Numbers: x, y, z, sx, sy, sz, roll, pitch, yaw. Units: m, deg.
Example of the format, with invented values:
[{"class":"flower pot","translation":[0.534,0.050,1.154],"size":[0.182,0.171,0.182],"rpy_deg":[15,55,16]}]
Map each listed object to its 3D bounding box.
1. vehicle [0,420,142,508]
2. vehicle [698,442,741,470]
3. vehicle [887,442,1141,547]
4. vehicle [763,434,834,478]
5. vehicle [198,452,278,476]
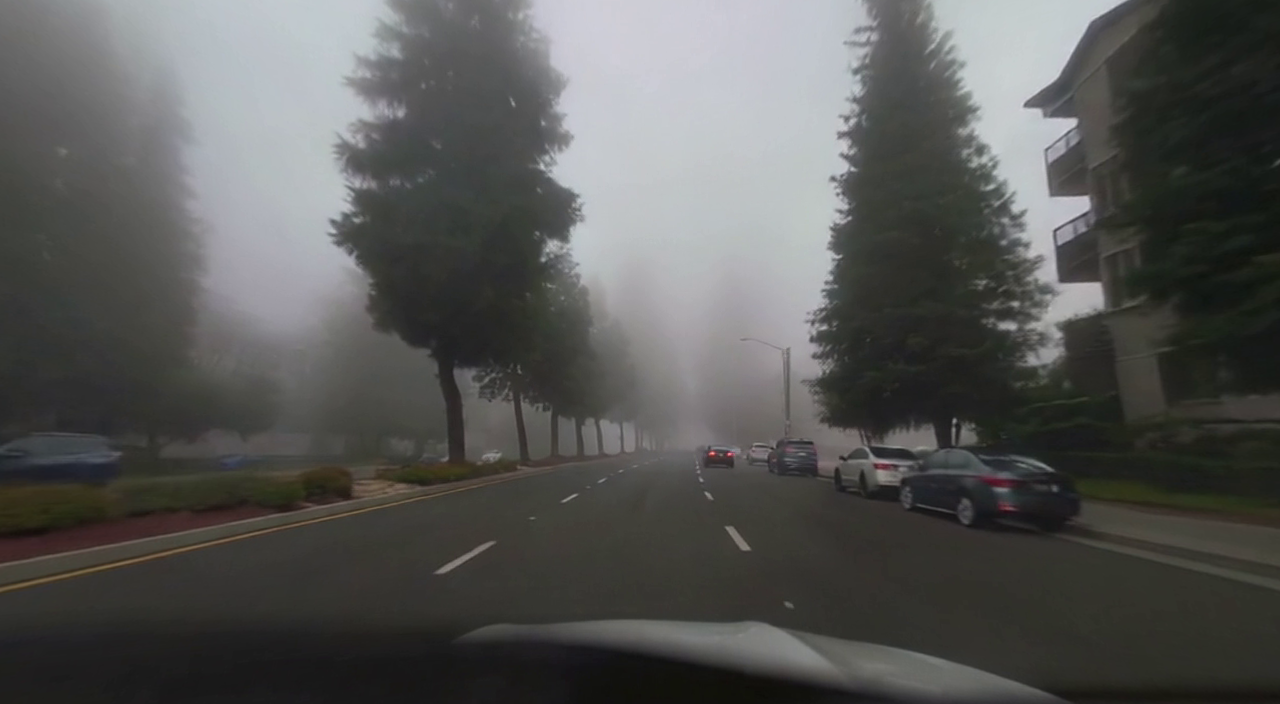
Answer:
[{"class":"vehicle","translation":[-15.210,2.644,15.030],"size":[2.049,1.933,5.586],"rpy_deg":[0,-8,0]},{"class":"vehicle","translation":[4.537,6.017,36.572],"size":[2.128,1.502,4.572],"rpy_deg":[0,-9,3]},{"class":"vehicle","translation":[6.605,2.518,12.009],"size":[1.959,1.538,4.953],"rpy_deg":[0,-9,2]},{"class":"vehicle","translation":[7.730,5.155,31.438],"size":[2.213,1.949,5.907],"rpy_deg":[0,-9,2]},{"class":"vehicle","translation":[-29.658,8.212,46.544],"size":[4.598,1.661,1.958],"rpy_deg":[7,-11,-40]}]
